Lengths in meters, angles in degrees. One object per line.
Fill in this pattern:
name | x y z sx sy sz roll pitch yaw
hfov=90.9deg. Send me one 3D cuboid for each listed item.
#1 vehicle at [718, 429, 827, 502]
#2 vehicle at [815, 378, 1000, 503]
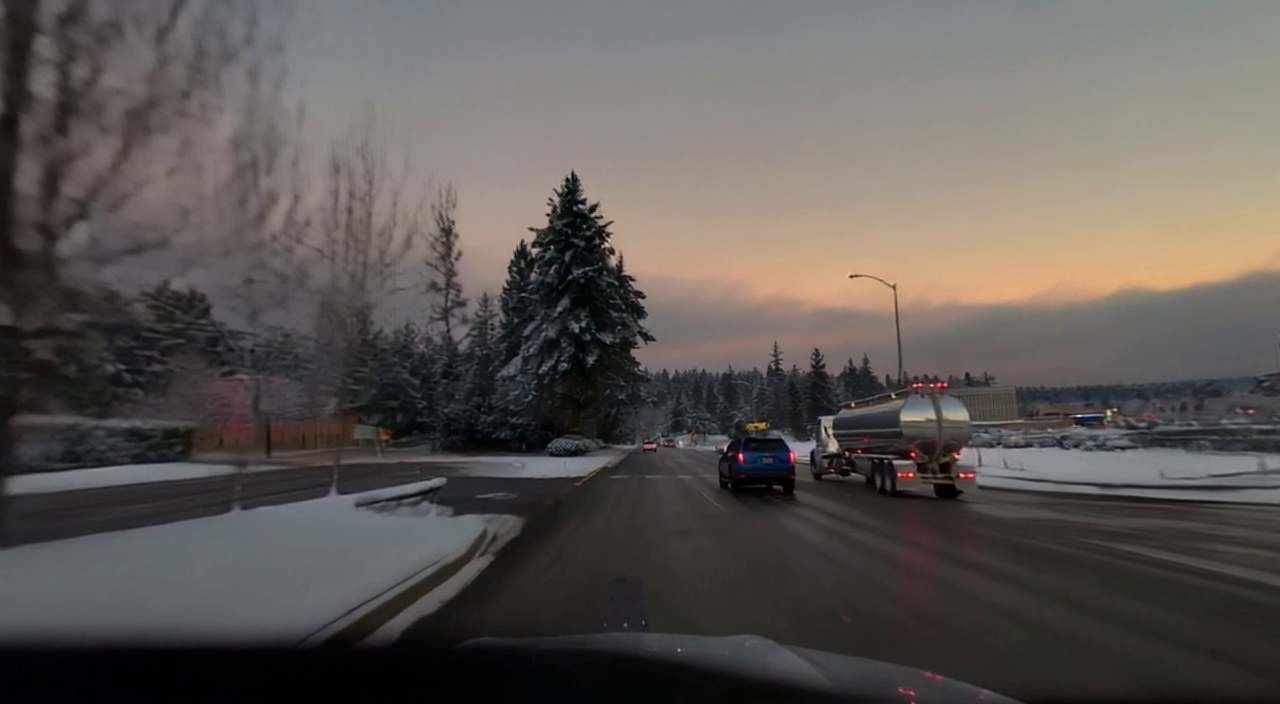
vehicle | 3.519 3.107 17.668 2.045 1.729 4.532 0 -8 0
vehicle | 7.759 2.736 19.428 2.849 3.207 6.275 0 -8 0
